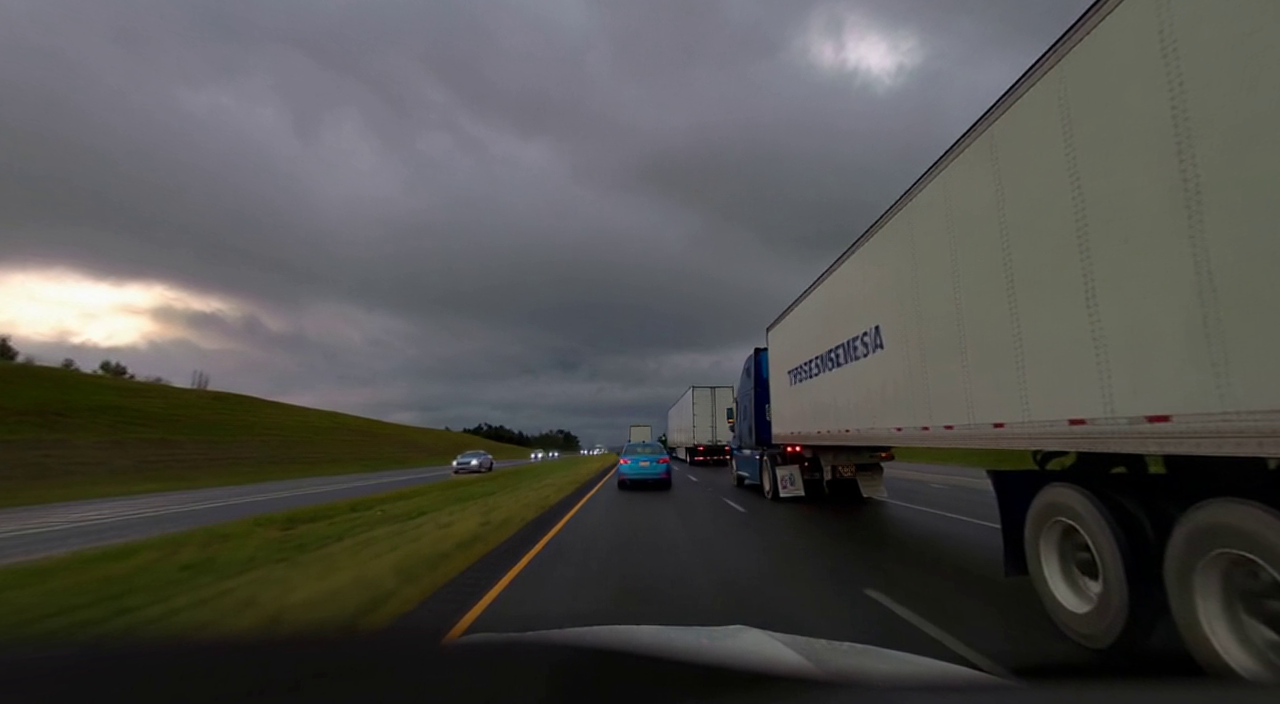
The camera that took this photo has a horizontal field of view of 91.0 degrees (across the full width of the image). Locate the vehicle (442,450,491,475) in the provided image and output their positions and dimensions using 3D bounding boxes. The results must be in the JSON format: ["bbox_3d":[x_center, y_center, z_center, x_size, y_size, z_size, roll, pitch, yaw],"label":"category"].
[{"bbox_3d":[-11.155,7.124,40.851,1.951,1.464,4.370,-1,-8,0],"label":"vehicle"}]

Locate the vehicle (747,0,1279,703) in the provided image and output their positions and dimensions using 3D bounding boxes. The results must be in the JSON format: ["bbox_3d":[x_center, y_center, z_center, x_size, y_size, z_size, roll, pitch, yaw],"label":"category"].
[{"bbox_3d":[4.408,0.221,7.786,3.410,4.438,14.410,-1,-8,-1],"label":"vehicle"}]

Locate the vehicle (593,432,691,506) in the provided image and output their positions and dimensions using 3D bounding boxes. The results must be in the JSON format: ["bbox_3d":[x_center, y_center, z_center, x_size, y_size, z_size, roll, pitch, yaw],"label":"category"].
[{"bbox_3d":[0.019,2.725,15.100,2.045,1.507,3.763,-1,-8,0],"label":"vehicle"}]
